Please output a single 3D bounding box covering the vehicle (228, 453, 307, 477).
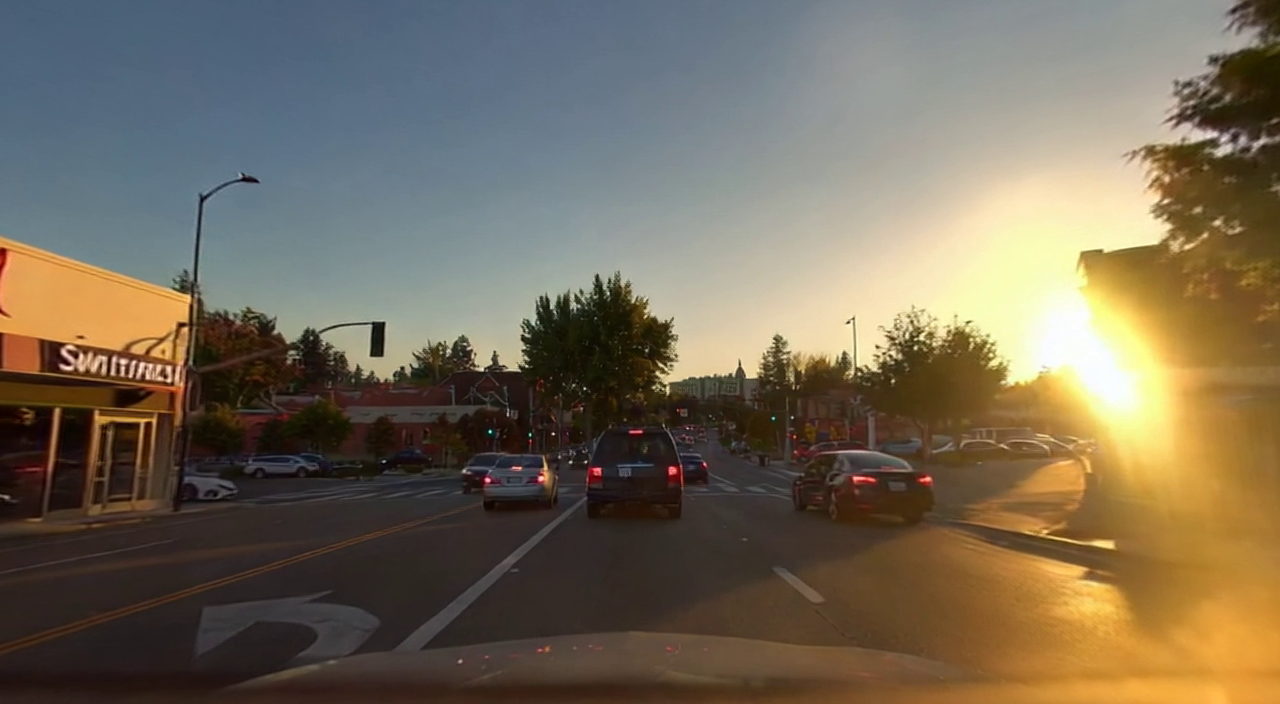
[{"bbox_3d":[-27.301,8.280,46.299,4.458,1.608,2.051,-1,-8,2],"label":"vehicle"}]

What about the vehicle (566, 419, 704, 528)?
[{"bbox_3d":[-0.108,2.735,14.845,2.638,2.065,5.313,0,-8,0],"label":"vehicle"}]

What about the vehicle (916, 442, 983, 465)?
[{"bbox_3d":[21.517,7.045,43.973,1.889,1.496,4.092,2,-9,-15],"label":"vehicle"}]

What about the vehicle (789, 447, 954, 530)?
[{"bbox_3d":[5.048,3.008,14.653,1.994,1.545,4.919,0,-8,1],"label":"vehicle"}]

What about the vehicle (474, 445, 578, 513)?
[{"bbox_3d":[-2.940,3.361,17.293,1.975,1.570,4.456,0,-8,1],"label":"vehicle"}]

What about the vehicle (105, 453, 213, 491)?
[{"bbox_3d":[-26.283,6.524,34.739,2.123,1.820,5.136,0,-8,-4],"label":"vehicle"}]
